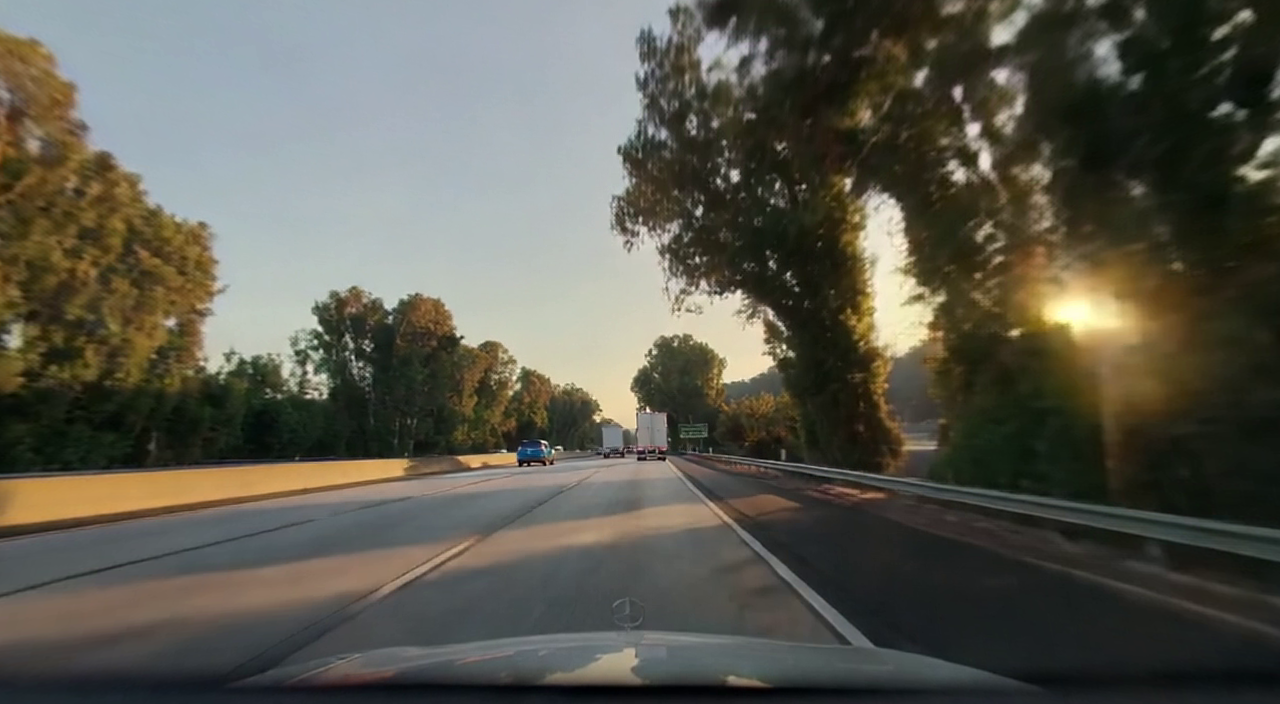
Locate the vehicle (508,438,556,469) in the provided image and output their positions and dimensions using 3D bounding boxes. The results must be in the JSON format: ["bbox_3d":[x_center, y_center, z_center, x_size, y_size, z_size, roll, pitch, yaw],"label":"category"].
[{"bbox_3d":[-6.877,6.521,40.773,2.149,1.884,4.627,0,-8,1],"label":"vehicle"}]
